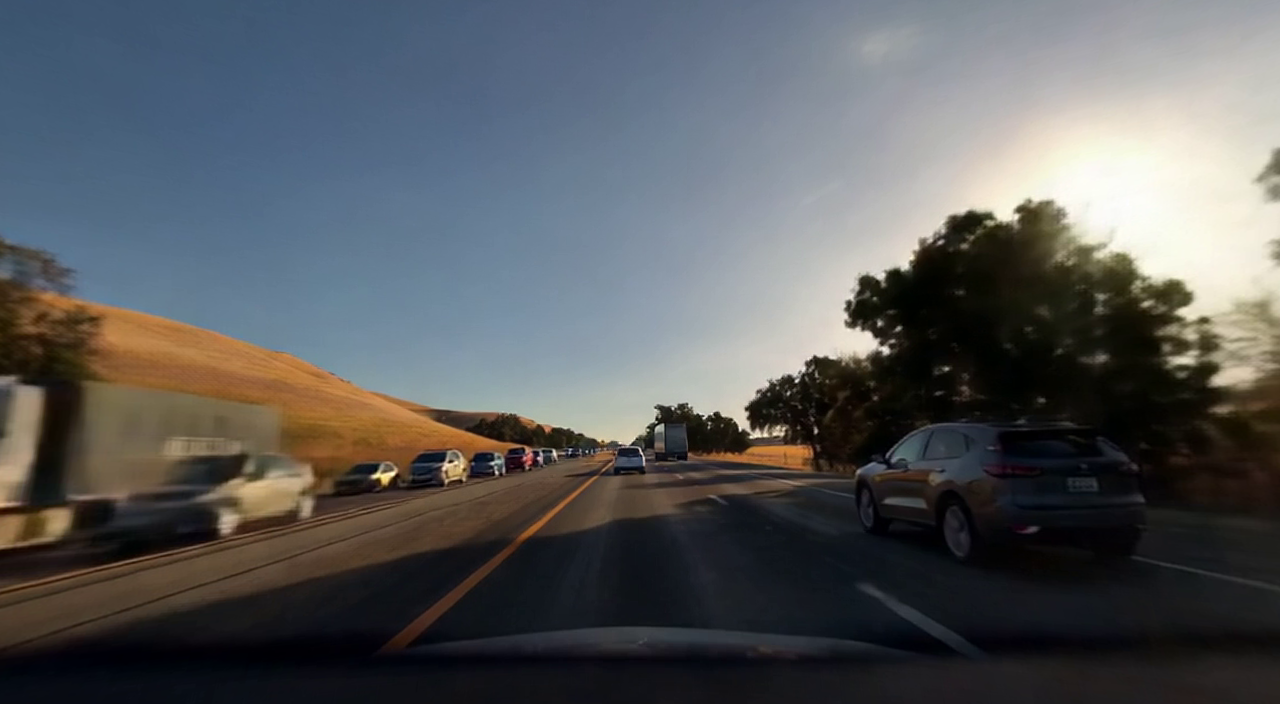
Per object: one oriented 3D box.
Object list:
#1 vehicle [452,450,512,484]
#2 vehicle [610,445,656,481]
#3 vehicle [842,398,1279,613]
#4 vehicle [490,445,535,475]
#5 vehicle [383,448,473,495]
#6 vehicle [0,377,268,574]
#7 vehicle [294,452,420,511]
[{"bbox_3d":[-7.831,5.705,31.446,1.909,1.523,4.359,0,-9,-1],"label":"vehicle"},{"bbox_3d":[-0.349,5.038,28.727,1.971,1.518,4.108,0,-9,-1],"label":"vehicle"},{"bbox_3d":[4.091,1.535,7.154,2.077,1.673,4.267,0,-9,-1],"label":"vehicle"},{"bbox_3d":[-8.075,6.884,40.099,2.019,1.809,4.361,0,-9,0],"label":"vehicle"},{"bbox_3d":[-8.083,4.573,24.411,1.961,1.611,4.479,0,-9,-1],"label":"vehicle"},{"bbox_3d":[-9.440,2.004,10.684,2.404,2.492,6.125,0,-9,0],"label":"vehicle"},{"bbox_3d":[-8.079,3.707,18.373,1.850,1.476,4.085,0,-9,-1],"label":"vehicle"}]
